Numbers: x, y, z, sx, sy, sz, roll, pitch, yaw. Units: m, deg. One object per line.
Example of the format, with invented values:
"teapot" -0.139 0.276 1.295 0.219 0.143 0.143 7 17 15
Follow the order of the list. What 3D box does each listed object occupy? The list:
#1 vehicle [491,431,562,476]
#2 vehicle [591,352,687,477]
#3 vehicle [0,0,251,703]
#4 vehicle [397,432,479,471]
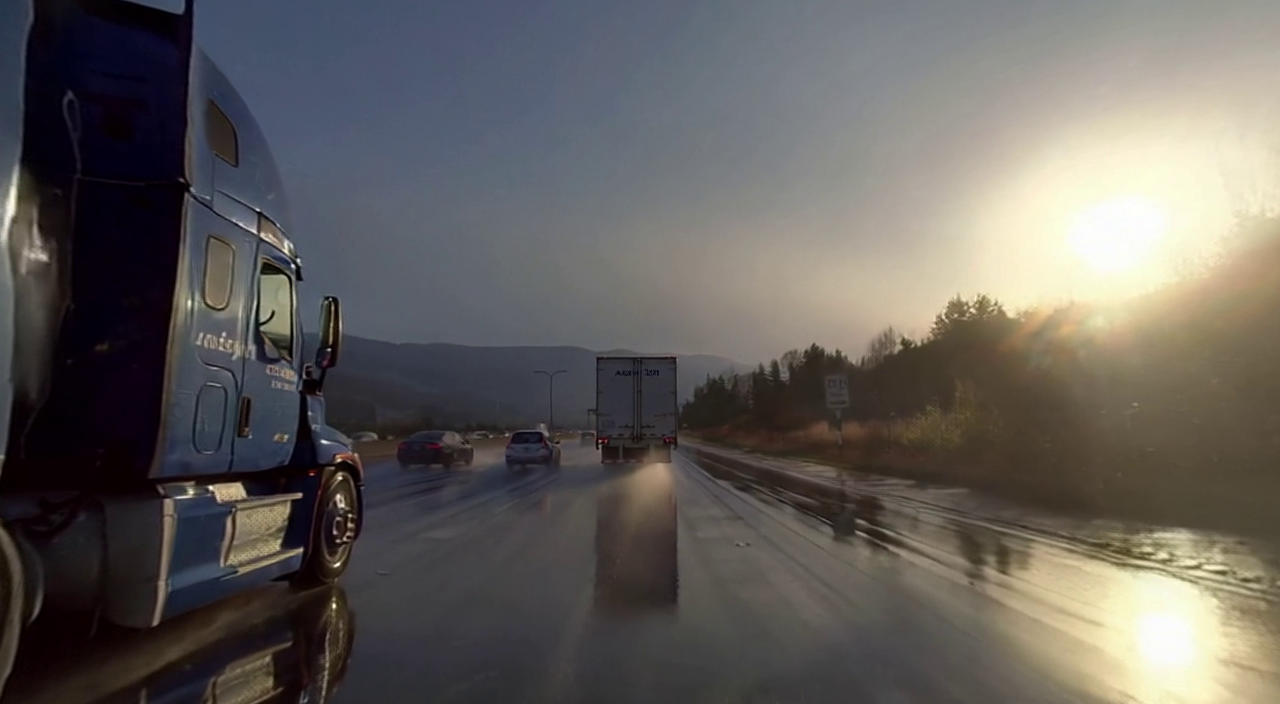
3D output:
"vehicle" -4.036 3.682 23.045 1.933 1.492 3.838 0 -8 -1
"vehicle" -0.251 2.742 25.992 3.118 4.106 10.719 0 -8 -2
"vehicle" -4.324 -0.366 1.522 3.007 4.031 6.044 0 -7 -3
"vehicle" -8.480 4.192 26.904 1.976 1.510 4.604 0 -8 0
